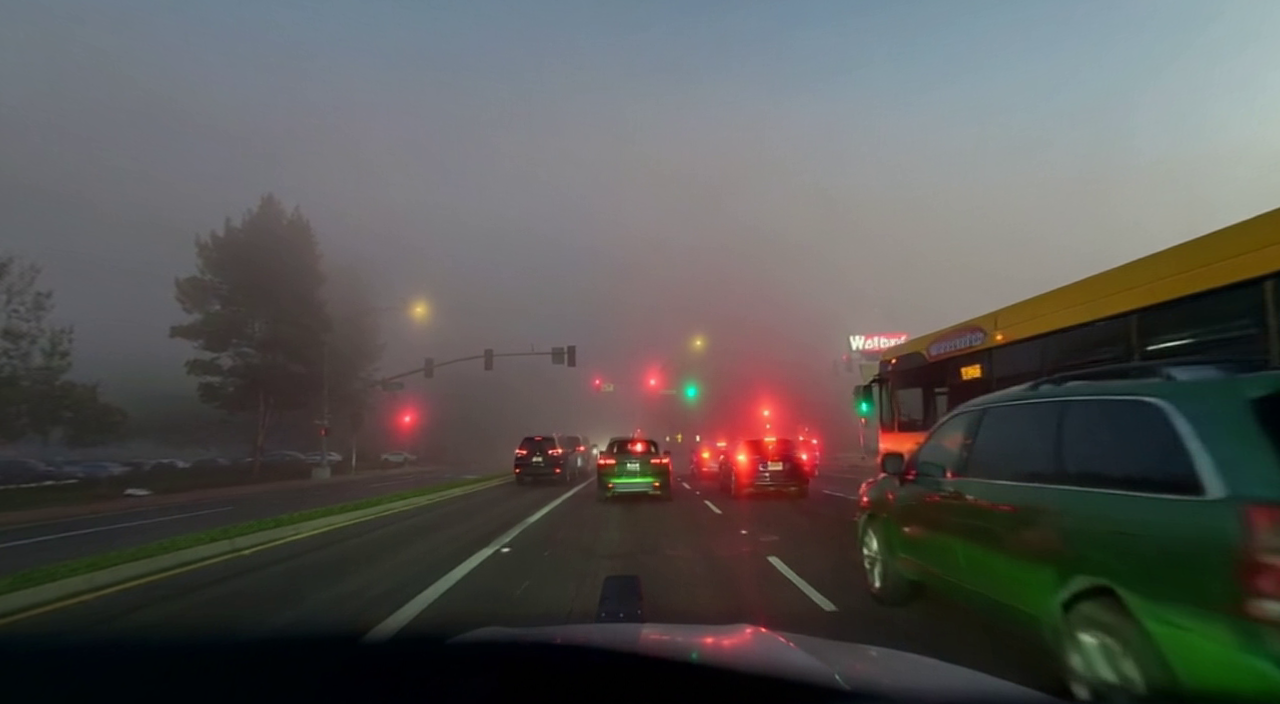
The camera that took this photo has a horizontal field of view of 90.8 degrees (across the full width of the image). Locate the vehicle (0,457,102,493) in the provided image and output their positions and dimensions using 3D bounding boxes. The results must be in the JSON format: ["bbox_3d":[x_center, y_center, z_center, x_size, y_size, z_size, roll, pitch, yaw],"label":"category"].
[{"bbox_3d":[-27.773,5.552,28.613,4.800,1.461,1.831,5,-10,-31],"label":"vehicle"}]

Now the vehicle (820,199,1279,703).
[{"bbox_3d":[3.020,0.740,3.034,2.490,1.951,5.931,0,-8,-1],"label":"vehicle"}]

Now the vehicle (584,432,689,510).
[{"bbox_3d":[-0.082,2.629,14.393,2.071,1.525,3.723,0,-8,-1],"label":"vehicle"}]

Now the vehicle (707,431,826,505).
[{"bbox_3d":[2.858,2.736,15.315,1.922,1.508,4.330,0,-8,-1],"label":"vehicle"}]

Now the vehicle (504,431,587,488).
[{"bbox_3d":[-3.102,3.647,21.744,2.180,1.708,4.397,0,-8,0],"label":"vehicle"}]
